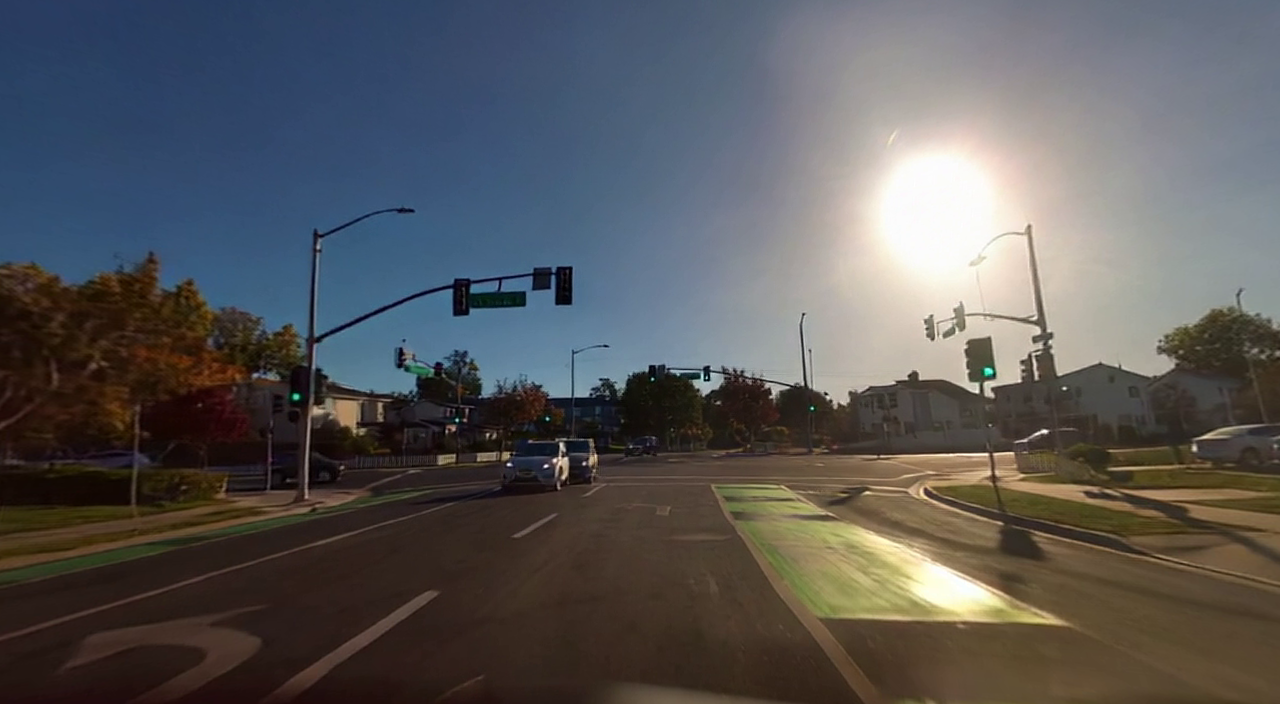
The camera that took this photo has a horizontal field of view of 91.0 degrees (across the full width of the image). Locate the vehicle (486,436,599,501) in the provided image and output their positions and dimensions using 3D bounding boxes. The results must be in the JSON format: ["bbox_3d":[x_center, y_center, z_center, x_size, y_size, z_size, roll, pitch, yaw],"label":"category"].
[{"bbox_3d":[-2.412,3.057,16.949,1.904,1.489,4.746,-1,-9,5],"label":"vehicle"}]

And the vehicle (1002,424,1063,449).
[{"bbox_3d":[29.892,6.512,48.097,2.033,1.821,4.542,-1,-8,5],"label":"vehicle"}]

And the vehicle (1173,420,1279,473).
[{"bbox_3d":[18.893,2.770,18.740,1.937,1.474,5.114,-3,-8,6],"label":"vehicle"}]

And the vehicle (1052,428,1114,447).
[{"bbox_3d":[33.726,6.557,48.026,1.837,1.396,4.695,-1,-9,8],"label":"vehicle"}]

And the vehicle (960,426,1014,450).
[{"bbox_3d":[26.768,6.691,48.702,1.964,1.759,4.583,-1,-9,7],"label":"vehicle"}]
